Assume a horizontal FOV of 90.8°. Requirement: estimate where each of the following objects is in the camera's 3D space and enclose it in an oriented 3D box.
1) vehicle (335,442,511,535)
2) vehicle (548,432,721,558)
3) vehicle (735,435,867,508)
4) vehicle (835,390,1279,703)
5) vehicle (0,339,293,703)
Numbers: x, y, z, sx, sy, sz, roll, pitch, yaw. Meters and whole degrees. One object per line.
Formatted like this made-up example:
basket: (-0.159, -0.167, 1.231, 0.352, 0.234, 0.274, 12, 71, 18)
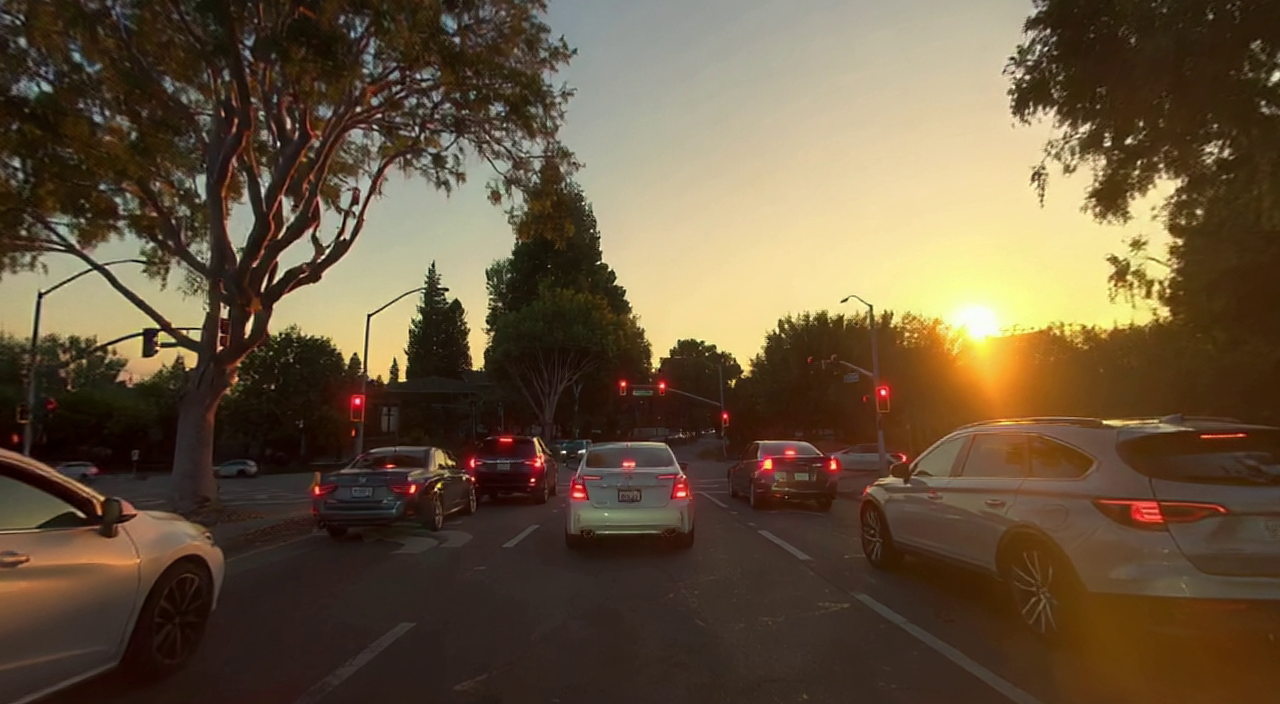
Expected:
vehicle: (-3.921, 2.503, 12.332, 1.919, 1.459, 4.371, 0, -8, -1)
vehicle: (-0.079, 2.006, 9.597, 2.061, 1.470, 3.970, 0, -8, 0)
vehicle: (3.645, 2.777, 15.239, 1.922, 1.472, 4.440, 0, -8, -1)
vehicle: (3.382, 1.302, 5.414, 1.933, 1.564, 4.600, 0, -8, 0)
vehicle: (-3.669, 0.831, 2.538, 2.047, 1.764, 4.369, 0, -8, 0)
